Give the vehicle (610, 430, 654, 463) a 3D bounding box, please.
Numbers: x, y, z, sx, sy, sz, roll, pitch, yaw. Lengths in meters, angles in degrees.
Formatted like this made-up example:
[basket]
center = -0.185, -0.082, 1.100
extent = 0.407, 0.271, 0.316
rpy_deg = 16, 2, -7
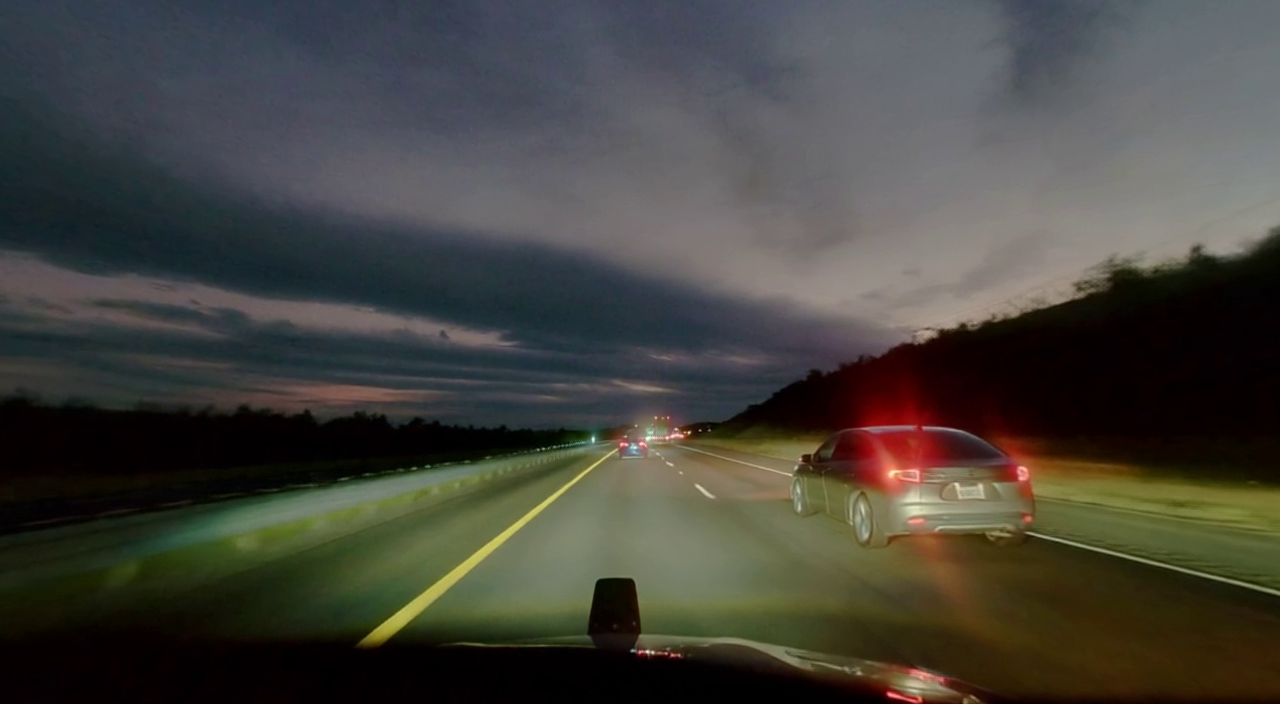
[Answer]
[vehicle]
center = -0.446, 5.097, 34.092
extent = 2.216, 1.623, 4.220
rpy_deg = 0, -8, -1
